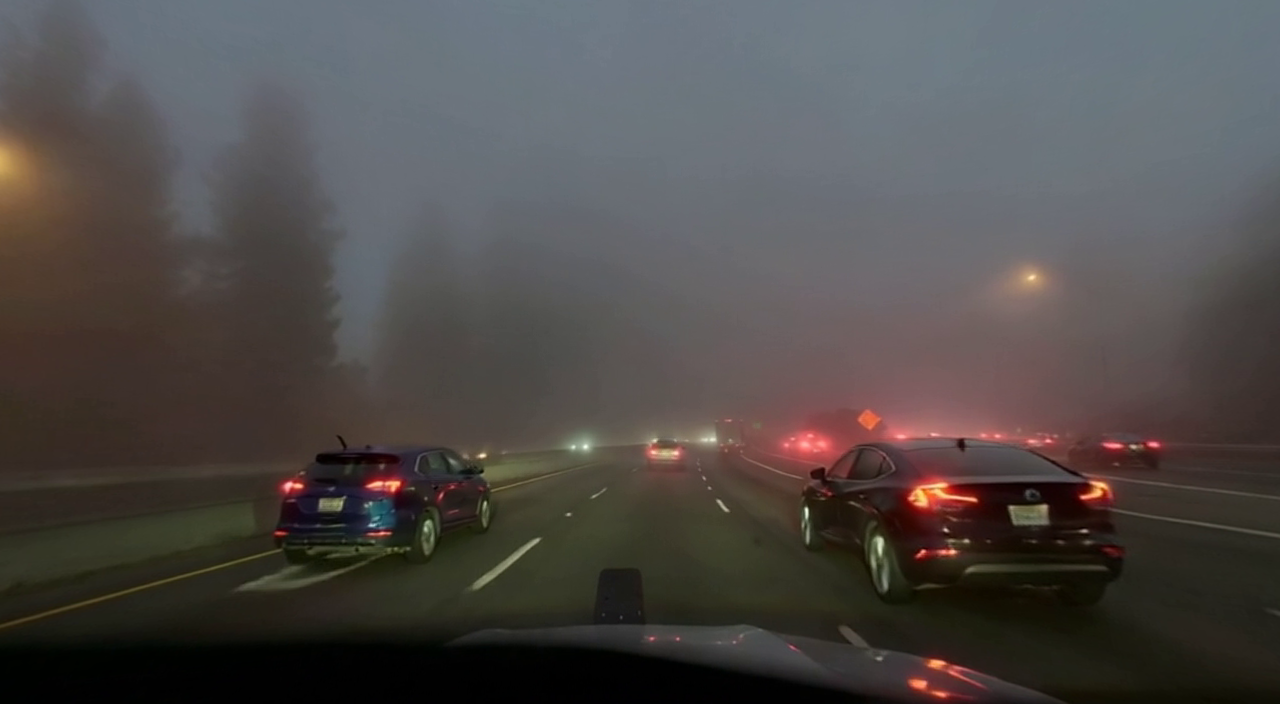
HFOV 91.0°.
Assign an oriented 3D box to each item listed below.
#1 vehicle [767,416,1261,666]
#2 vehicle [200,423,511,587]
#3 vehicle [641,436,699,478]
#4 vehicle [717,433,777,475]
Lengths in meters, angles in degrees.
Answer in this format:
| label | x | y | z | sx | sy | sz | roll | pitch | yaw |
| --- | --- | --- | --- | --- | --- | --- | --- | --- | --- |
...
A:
| label | x | y | z | sx | sy | sz | roll | pitch | yaw |
| --- | --- | --- | --- | --- | --- | --- | --- | --- | --- |
| vehicle | 2.716 | 1.493 | 6.132 | 2.009 | 1.489 | 4.559 | 0 | -9 | 0 |
| vehicle | -3.205 | 1.816 | 8.354 | 1.937 | 1.558 | 4.469 | 0 | -9 | 2 |
| vehicle | 1.277 | 4.355 | 26.264 | 2.201 | 1.614 | 3.803 | -1 | -9 | 4 |
| vehicle | 4.563 | 4.416 | 27.424 | 2.076 | 1.684 | 4.241 | -1 | -9 | 3 |
